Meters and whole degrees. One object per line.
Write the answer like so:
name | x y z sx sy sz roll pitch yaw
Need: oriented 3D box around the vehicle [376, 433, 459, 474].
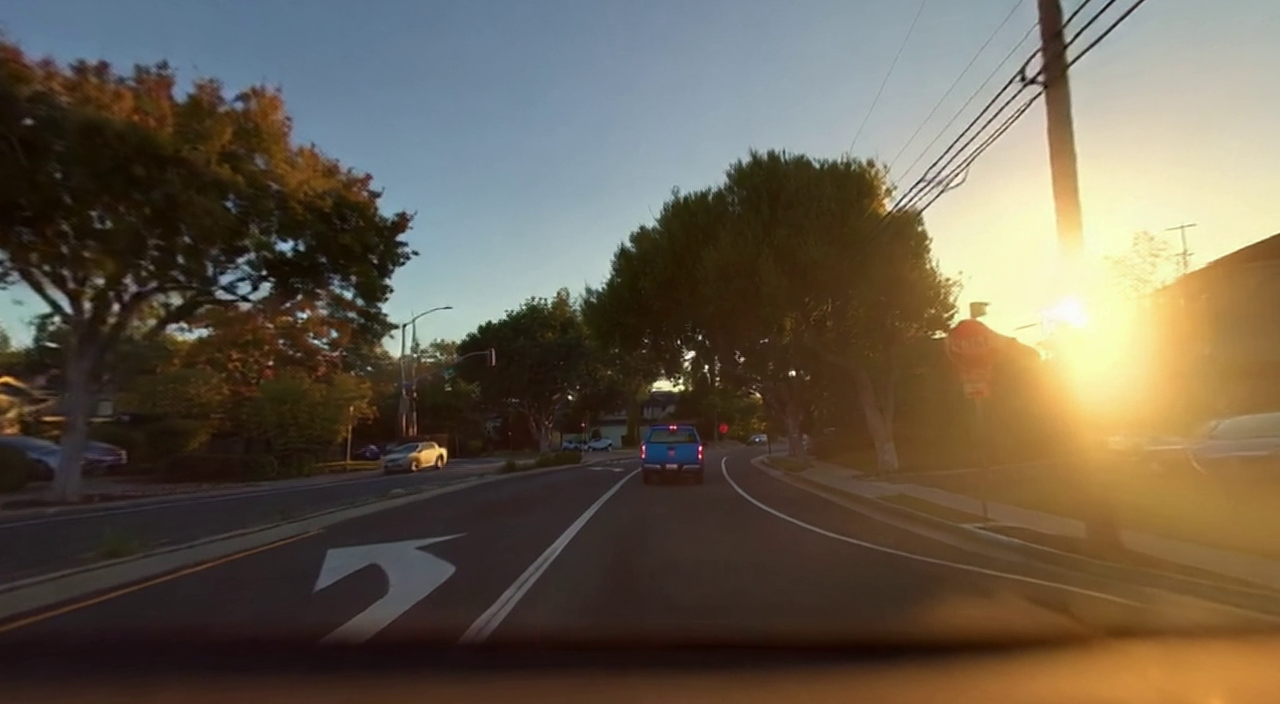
vehicle | -11.405 5.199 32.768 2.053 1.822 4.852 -2 -6 7

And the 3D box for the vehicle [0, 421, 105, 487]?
vehicle | -21.336 3.426 20.778 5.208 1.960 2.385 -3 -8 -3

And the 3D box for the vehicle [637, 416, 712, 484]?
vehicle | 1.182 3.146 20.557 2.153 1.942 4.767 -1 -8 5
